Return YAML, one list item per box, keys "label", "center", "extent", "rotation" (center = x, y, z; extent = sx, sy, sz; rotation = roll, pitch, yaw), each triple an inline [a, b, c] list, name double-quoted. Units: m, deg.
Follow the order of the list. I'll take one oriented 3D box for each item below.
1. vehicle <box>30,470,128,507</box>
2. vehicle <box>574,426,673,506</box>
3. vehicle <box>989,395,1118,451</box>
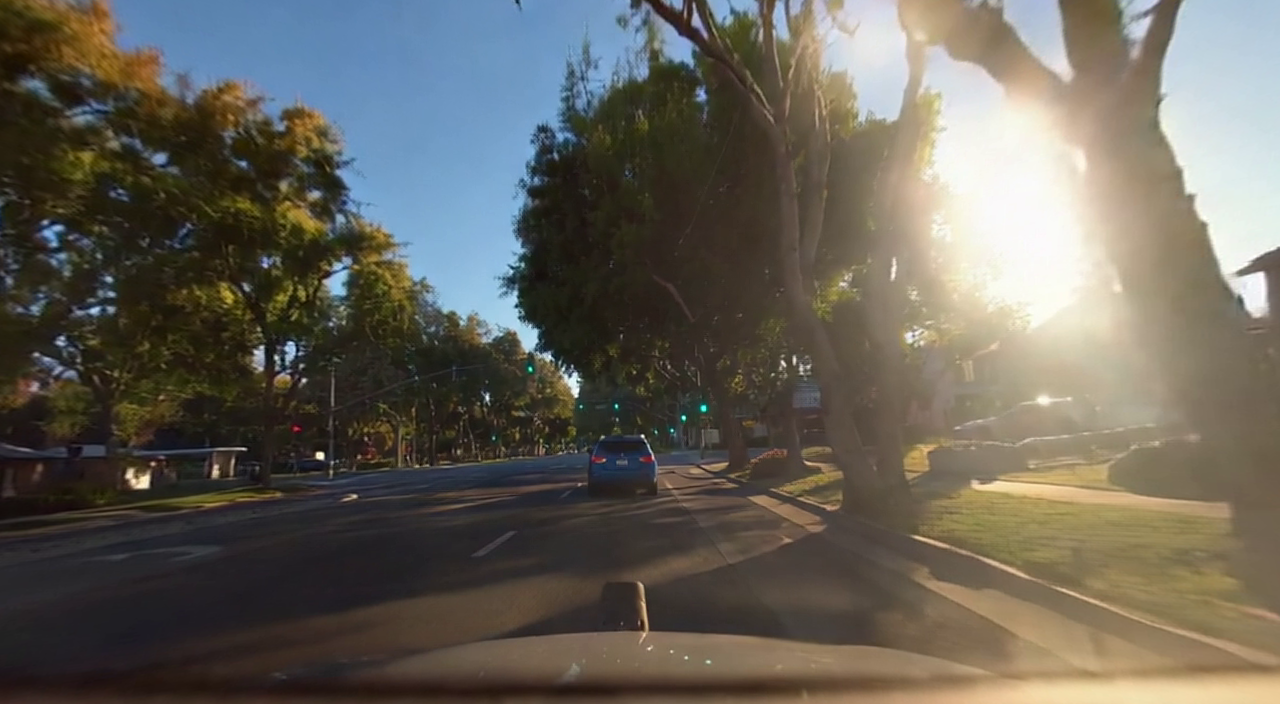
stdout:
- label: "vehicle"
  center: [-28.553, 6.922, 32.319]
  extent: [1.771, 1.435, 4.144]
  rotation: [-7, -9, -9]
- label: "vehicle"
  center: [-0.389, 2.757, 15.747]
  extent: [2.136, 1.703, 3.910]
  rotation: [0, -8, -1]
- label: "vehicle"
  center: [16.378, 2.921, 25.439]
  extent: [2.039, 1.990, 5.111]
  rotation: [-1, -8, 5]
